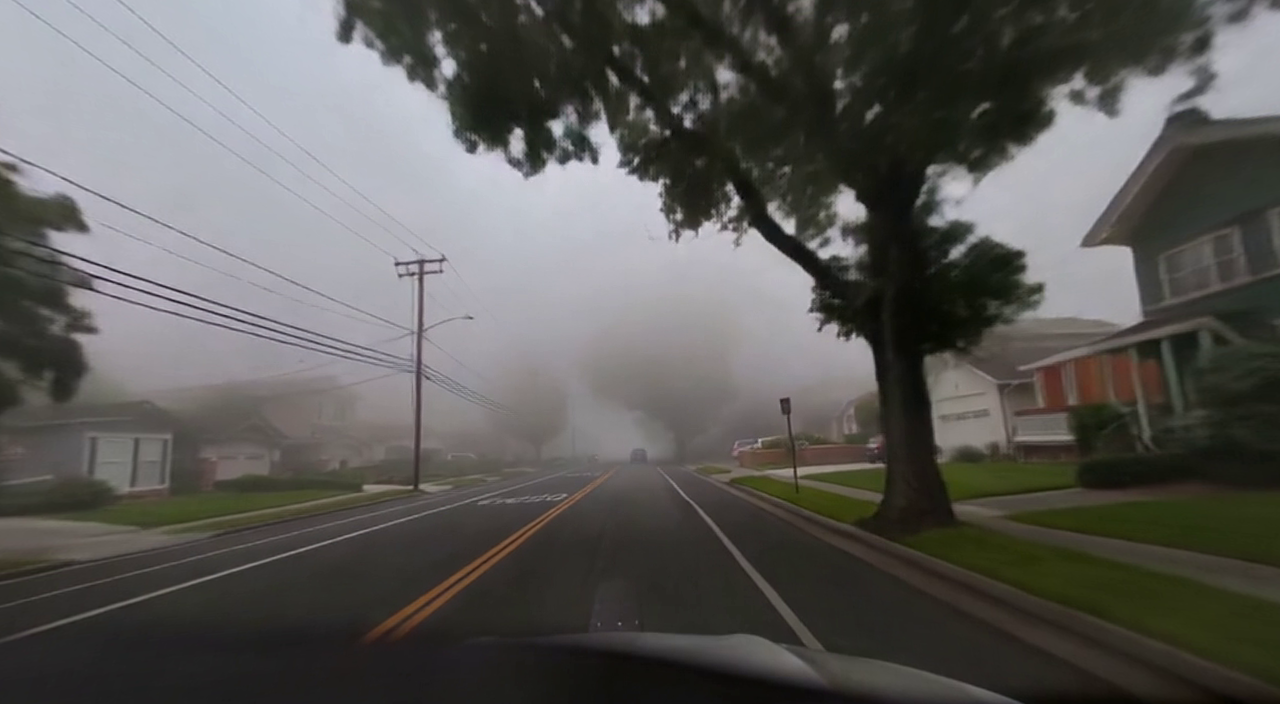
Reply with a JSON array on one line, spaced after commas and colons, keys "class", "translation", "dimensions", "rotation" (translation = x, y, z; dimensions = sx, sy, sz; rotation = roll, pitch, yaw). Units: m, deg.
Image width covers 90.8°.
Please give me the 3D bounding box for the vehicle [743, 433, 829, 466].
[{"class": "vehicle", "translation": [8.948, 6.012, 38.987], "dimensions": [4.747, 1.942, 2.158], "rotation": [0, -9, 0]}]
